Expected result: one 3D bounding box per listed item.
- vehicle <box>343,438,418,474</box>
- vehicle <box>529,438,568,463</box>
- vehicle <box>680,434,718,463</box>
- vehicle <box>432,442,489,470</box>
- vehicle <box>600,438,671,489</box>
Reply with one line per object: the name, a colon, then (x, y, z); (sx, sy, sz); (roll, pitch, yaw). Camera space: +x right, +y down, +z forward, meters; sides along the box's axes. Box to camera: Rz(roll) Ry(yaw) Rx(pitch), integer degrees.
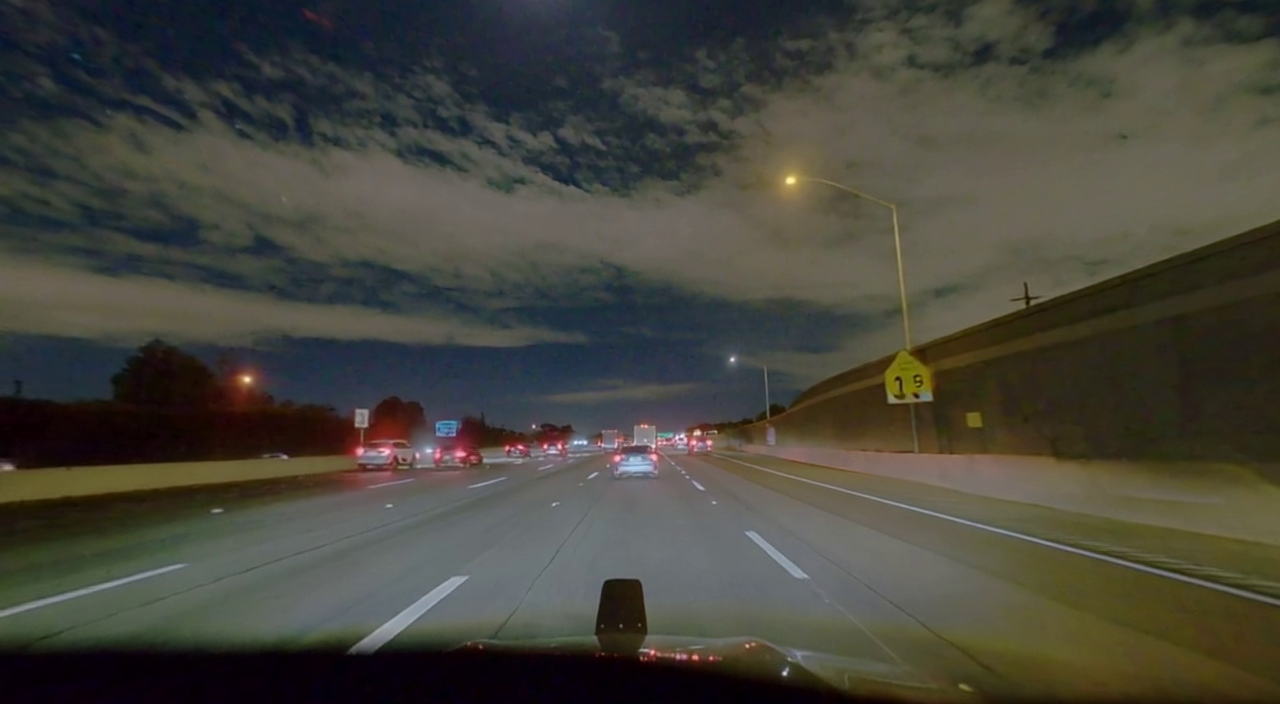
vehicle: (-13.569, 5.459, 33.319); (2.045, 1.712, 4.457); (0, -8, 1)
vehicle: (-6.485, 7.018, 45.170); (2.060, 1.669, 4.242); (0, -8, 1)
vehicle: (3.765, 6.309, 41.211); (2.001, 1.771, 4.250); (0, -8, -1)
vehicle: (-10.283, 5.970, 36.452); (1.961, 1.510, 4.260); (0, -8, 1)
vehicle: (-0.090, 3.542, 20.354); (2.042, 1.446, 4.269); (0, -8, 1)
